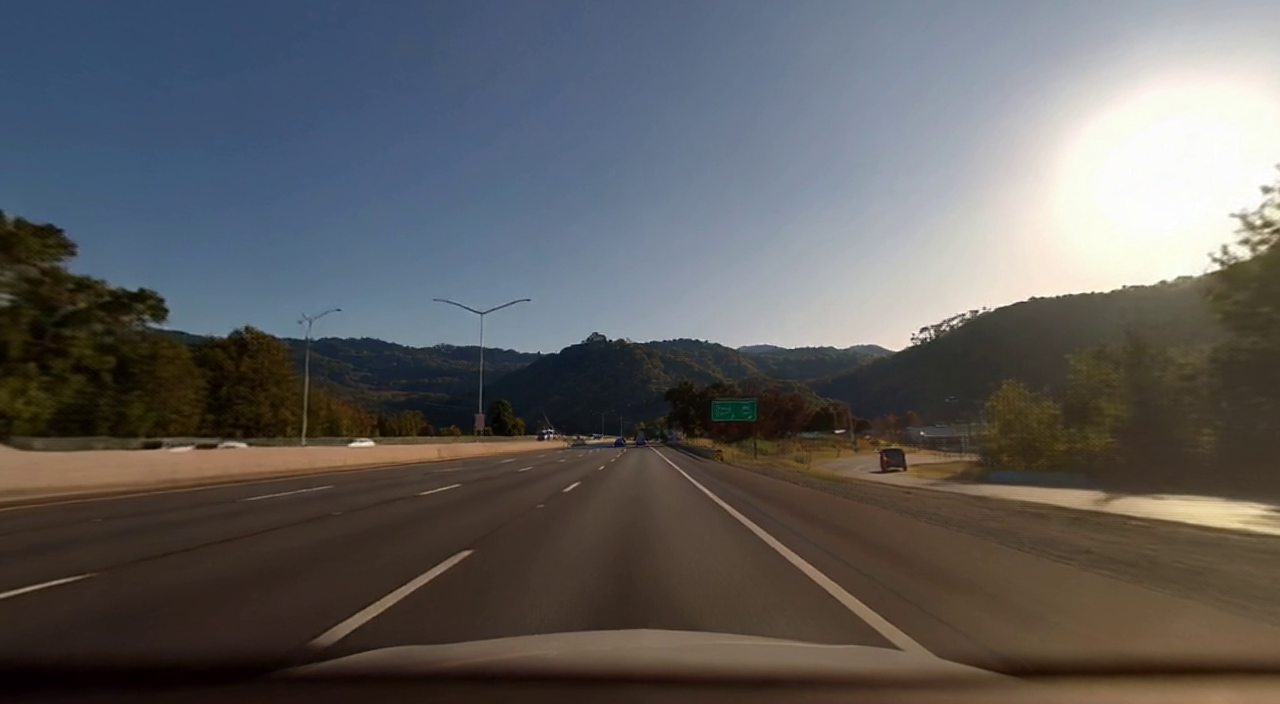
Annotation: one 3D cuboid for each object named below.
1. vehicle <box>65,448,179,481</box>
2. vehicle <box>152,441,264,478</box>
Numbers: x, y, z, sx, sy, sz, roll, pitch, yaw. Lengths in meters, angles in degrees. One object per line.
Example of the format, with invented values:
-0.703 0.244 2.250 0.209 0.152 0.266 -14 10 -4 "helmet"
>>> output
-28.281 6.134 34.694 1.971 1.649 4.997 0 -8 1 "vehicle"
-20.558 5.107 30.313 1.893 1.598 4.805 0 -8 1 "vehicle"
